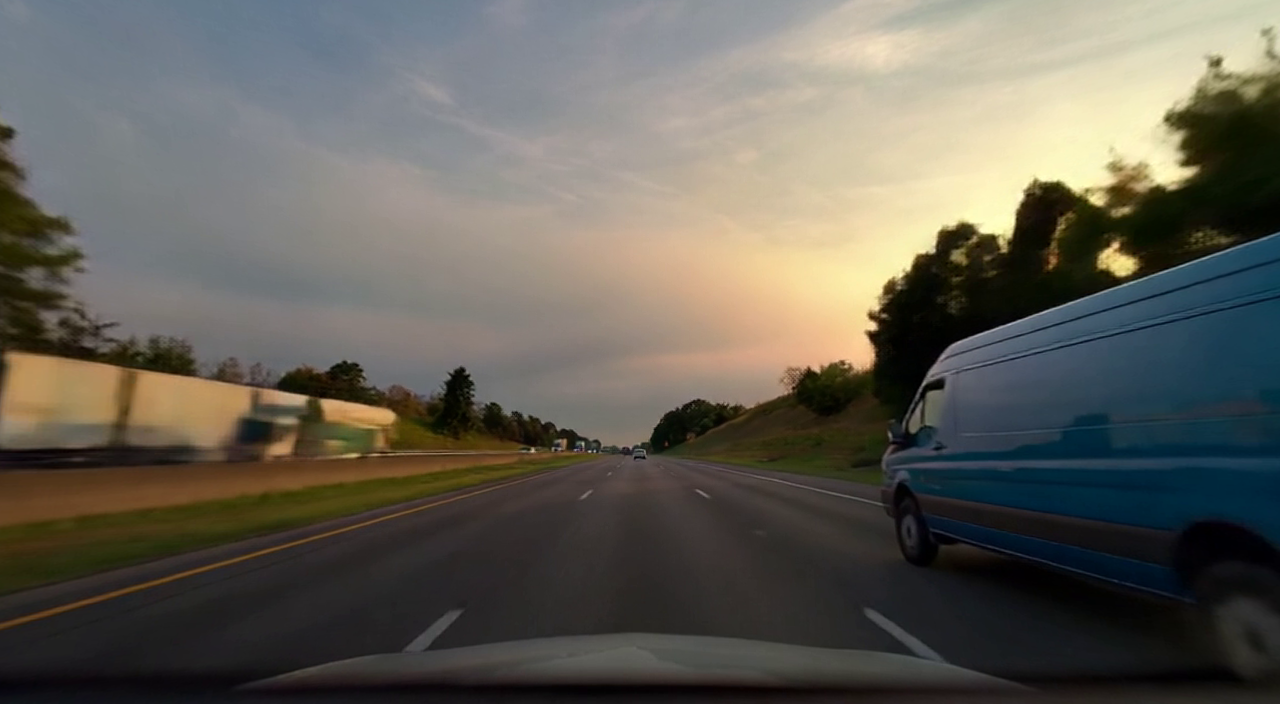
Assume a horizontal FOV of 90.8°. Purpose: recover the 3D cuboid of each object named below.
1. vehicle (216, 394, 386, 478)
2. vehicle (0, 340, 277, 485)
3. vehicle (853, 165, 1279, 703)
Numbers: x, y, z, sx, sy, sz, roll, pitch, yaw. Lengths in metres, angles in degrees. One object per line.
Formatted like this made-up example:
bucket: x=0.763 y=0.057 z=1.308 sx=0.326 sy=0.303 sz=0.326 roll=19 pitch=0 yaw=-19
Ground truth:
vehicle: x=-13.129 y=3.439 z=25.383 sx=2.779 sy=2.856 sz=7.264 roll=0 pitch=-9 yaw=0
vehicle: x=-19.595 y=2.693 z=24.105 sx=2.911 sy=4.029 sz=14.611 roll=0 pitch=-9 yaw=-1
vehicle: x=4.020 y=0.740 z=4.527 sx=2.552 sy=2.524 sz=6.630 roll=0 pitch=-9 yaw=-1
